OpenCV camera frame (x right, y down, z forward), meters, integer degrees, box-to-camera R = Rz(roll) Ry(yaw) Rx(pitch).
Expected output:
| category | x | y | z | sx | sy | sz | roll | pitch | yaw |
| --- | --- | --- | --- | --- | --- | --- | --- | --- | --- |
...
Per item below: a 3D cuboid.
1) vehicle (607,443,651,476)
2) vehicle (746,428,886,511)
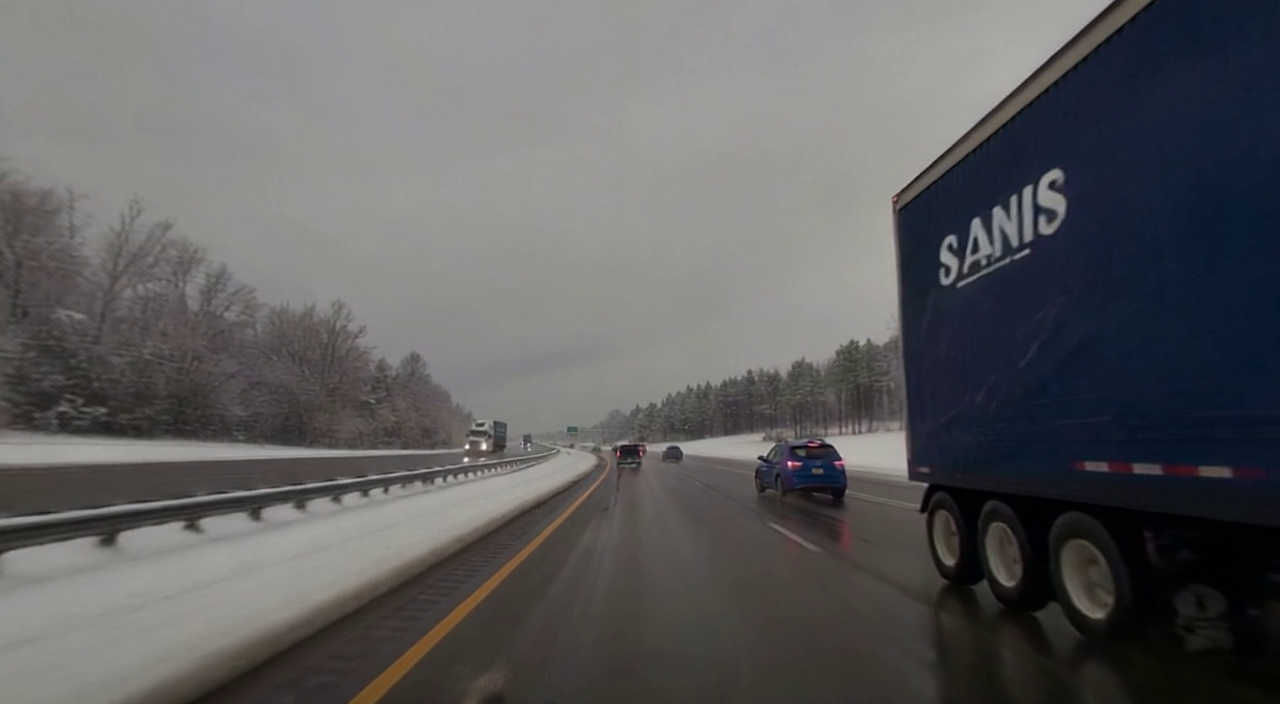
| category | x | y | z | sx | sy | sz | roll | pitch | yaw |
| --- | --- | --- | --- | --- | --- | --- | --- | --- | --- |
| vehicle | -0.575 | 5.274 | 31.074 | 2.050 | 1.534 | 3.771 | 0 | -9 | -2 |
| vehicle | 3.819 | 2.644 | 14.491 | 2.013 | 1.623 | 3.916 | 0 | -9 | -1 |
